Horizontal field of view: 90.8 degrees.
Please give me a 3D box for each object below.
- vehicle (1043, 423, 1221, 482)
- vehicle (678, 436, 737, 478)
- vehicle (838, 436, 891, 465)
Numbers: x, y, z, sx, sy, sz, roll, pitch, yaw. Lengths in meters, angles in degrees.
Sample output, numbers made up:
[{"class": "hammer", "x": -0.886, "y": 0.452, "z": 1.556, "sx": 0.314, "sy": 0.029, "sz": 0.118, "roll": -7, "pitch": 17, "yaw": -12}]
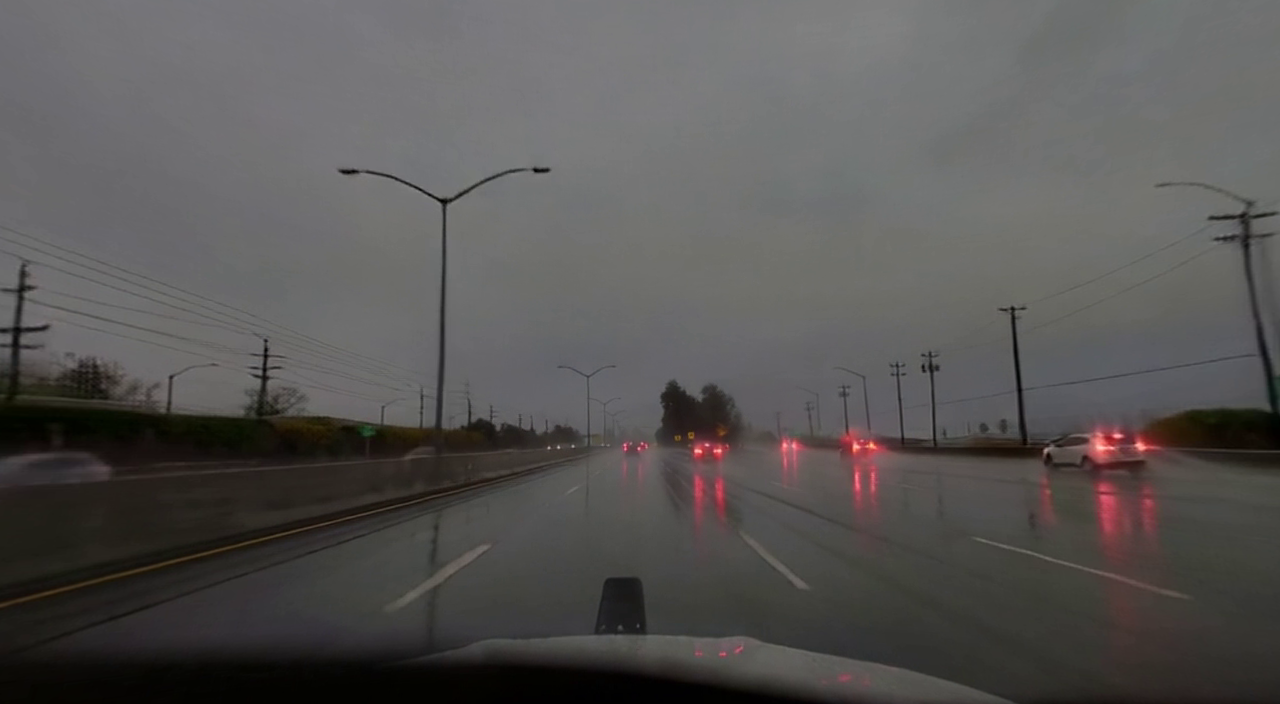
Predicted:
[{"class": "vehicle", "x": 17.773, "y": 3.686, "z": 23.349, "sx": 2.190, "sy": 1.911, "sz": 5.658, "roll": -1, "pitch": -9, "yaw": 3}, {"class": "vehicle", "x": 2.845, "y": 4.558, "z": 27.647, "sx": 1.997, "sy": 1.638, "sz": 4.281, "roll": 0, "pitch": -9, "yaw": -1}, {"class": "vehicle", "x": 15.074, "y": 6.640, "z": 42.729, "sx": 2.070, "sy": 1.782, "sz": 5.006, "roll": -1, "pitch": -9, "yaw": 4}]
